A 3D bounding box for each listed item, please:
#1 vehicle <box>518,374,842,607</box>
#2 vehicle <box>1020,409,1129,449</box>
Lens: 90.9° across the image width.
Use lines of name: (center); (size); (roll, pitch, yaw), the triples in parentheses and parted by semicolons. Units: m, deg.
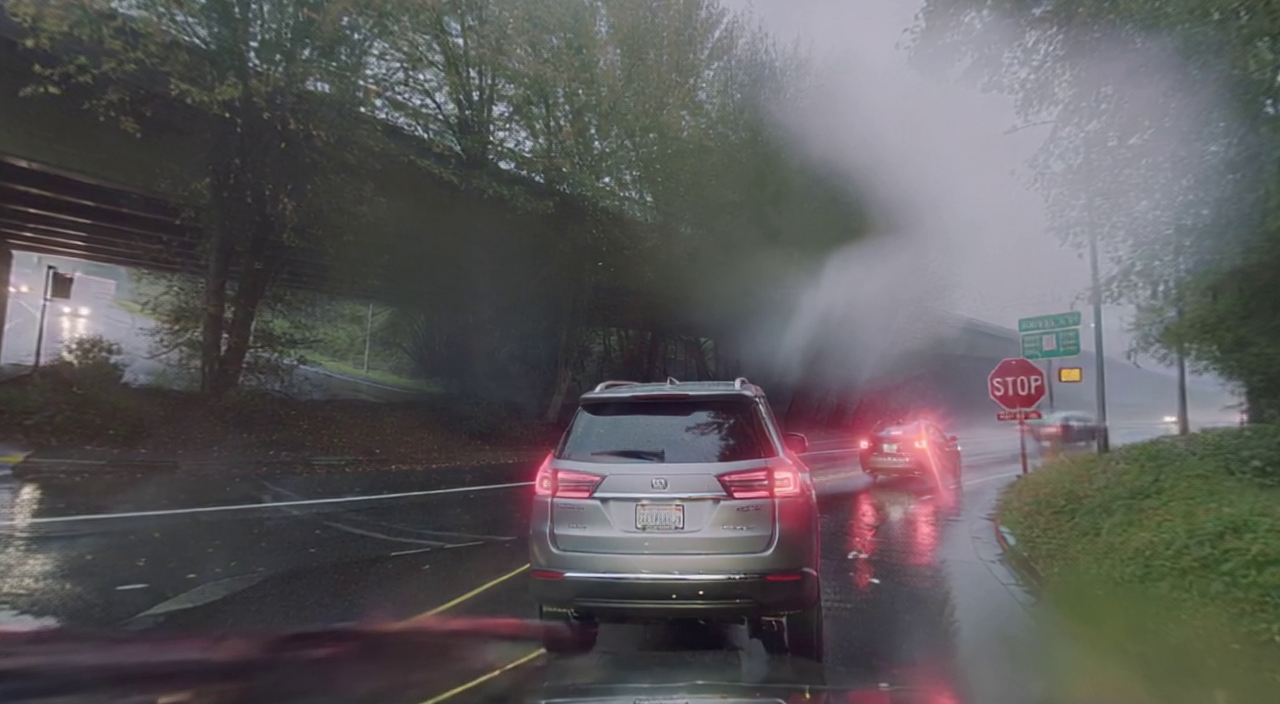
vehicle: (0.307, 1.398, 7.133); (2.494, 1.804, 4.336); (0, -9, 0)
vehicle: (21.488, 3.861, 31.178); (5.166, 1.791, 2.131); (4, -10, -27)
